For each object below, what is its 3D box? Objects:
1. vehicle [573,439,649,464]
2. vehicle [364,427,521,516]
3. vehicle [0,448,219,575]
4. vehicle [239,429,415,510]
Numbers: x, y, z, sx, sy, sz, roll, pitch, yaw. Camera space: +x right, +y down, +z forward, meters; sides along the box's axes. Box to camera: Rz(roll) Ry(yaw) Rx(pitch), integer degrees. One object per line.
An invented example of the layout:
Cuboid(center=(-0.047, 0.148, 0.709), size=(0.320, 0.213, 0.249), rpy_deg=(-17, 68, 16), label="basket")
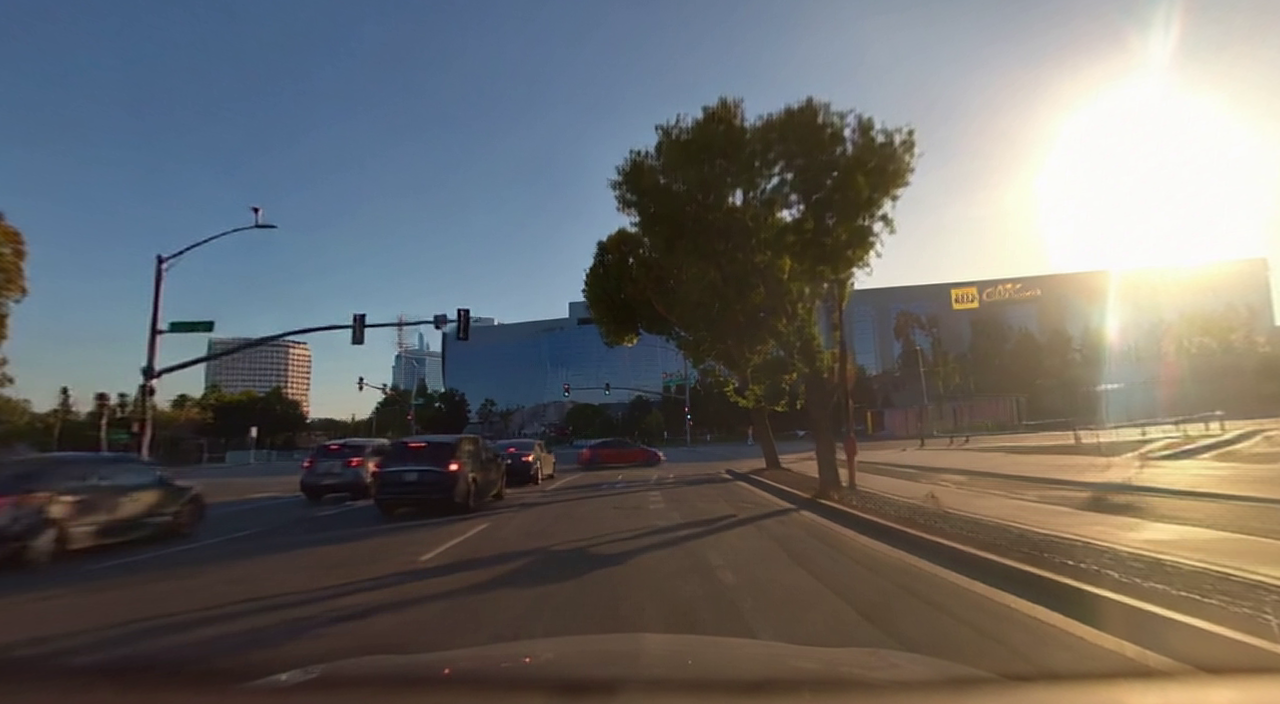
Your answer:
Cuboid(center=(-1.801, 6.347, 40.157), size=(4.767, 1.524, 1.929), rpy_deg=(0, -8, 1), label="vehicle")
Cuboid(center=(-4.122, 2.573, 13.997), size=(2.043, 1.636, 4.320), rpy_deg=(0, -9, 1), label="vehicle")
Cuboid(center=(-8.357, 2.047, 8.590), size=(2.030, 1.440, 4.464), rpy_deg=(0, -9, 1), label="vehicle")
Cuboid(center=(-8.010, 3.043, 16.768), size=(2.152, 1.813, 4.751), rpy_deg=(0, -9, 1), label="vehicle")
